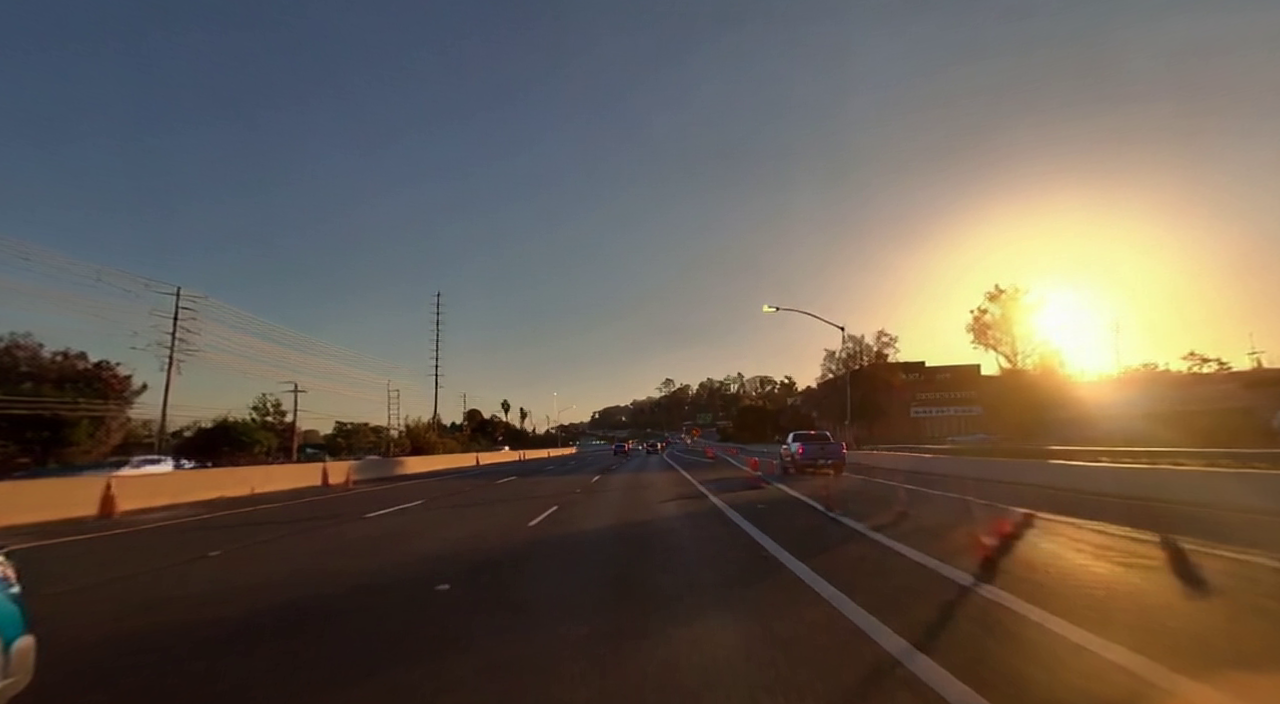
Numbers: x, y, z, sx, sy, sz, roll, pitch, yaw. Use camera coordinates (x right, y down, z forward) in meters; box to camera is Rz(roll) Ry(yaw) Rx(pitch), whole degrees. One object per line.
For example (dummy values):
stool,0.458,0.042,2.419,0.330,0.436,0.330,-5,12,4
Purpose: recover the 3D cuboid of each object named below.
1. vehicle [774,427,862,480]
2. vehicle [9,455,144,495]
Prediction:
vehicle,6.853,3.988,24.956,2.186,1.840,5.289,-1,-8,3
vehicle,-27.804,6.039,31.406,2.055,1.755,4.912,0,-8,1
